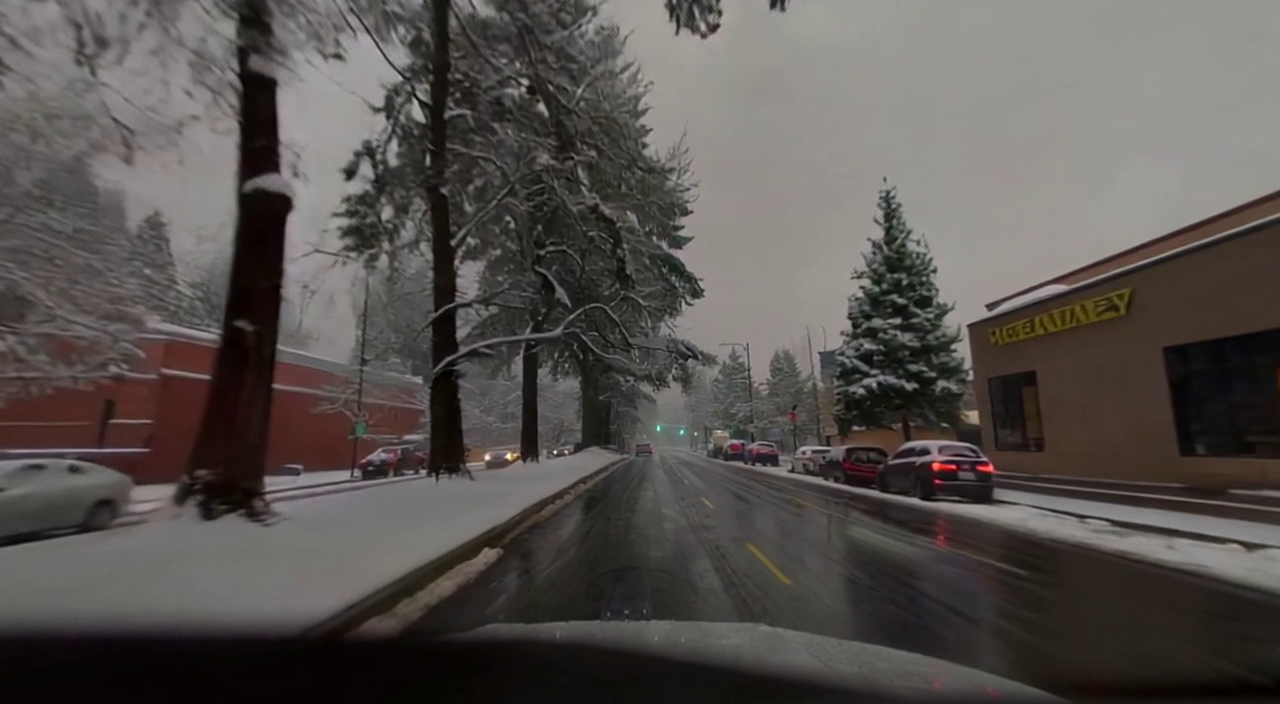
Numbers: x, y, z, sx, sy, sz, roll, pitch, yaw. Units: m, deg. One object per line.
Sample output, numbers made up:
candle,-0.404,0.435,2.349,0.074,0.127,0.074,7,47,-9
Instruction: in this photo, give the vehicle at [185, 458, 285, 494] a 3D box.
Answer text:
vehicle,-19.782,6.048,30.928,3.665,1.559,1.782,2,-9,-16

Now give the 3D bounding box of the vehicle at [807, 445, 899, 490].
vehicle,7.532,4.083,22.783,1.881,1.443,4.576,0,-8,2

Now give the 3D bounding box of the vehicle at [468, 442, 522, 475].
vehicle,-8.285,6.095,36.379,1.977,1.714,4.467,0,-8,1

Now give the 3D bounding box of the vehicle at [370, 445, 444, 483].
vehicle,-11.540,5.546,31.562,1.910,1.705,4.399,0,-8,1

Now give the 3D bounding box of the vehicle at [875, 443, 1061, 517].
vehicle,7.298,2.848,14.671,1.874,1.438,4.466,0,-8,-1

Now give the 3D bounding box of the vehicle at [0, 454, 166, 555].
vehicle,-10.768,2.517,10.642,1.890,1.482,4.411,-1,-8,4

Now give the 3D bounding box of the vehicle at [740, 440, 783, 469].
vehicle,7.762,6.572,40.655,1.891,1.711,4.173,0,-8,-1
